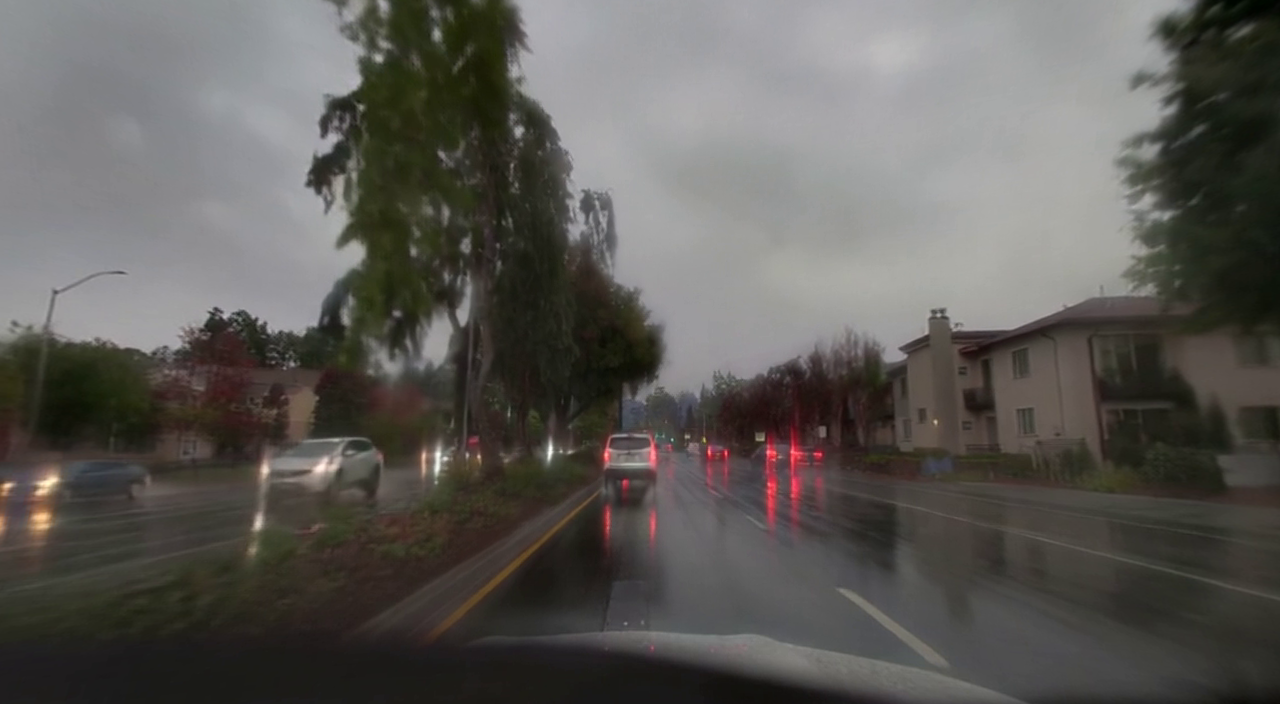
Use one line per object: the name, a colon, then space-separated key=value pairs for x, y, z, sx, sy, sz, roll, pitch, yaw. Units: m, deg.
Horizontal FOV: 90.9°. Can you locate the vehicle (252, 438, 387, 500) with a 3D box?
vehicle: x=-10.302 y=3.753 z=20.723 sx=2.010 sy=1.760 sz=4.406 roll=-1 pitch=-8 yaw=1

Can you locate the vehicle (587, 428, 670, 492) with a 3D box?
vehicle: x=-0.308 y=3.371 z=20.012 sx=2.332 sy=1.798 sz=4.546 roll=0 pitch=-8 yaw=0

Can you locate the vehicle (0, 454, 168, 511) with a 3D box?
vehicle: x=-21.505 y=4.910 z=24.317 sx=2.056 sy=1.822 sz=5.400 roll=-1 pitch=-8 yaw=5

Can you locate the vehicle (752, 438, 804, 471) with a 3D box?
vehicle: x=7.681 y=5.752 z=35.540 sx=1.971 sy=1.722 sz=4.341 roll=0 pitch=-8 yaw=0
